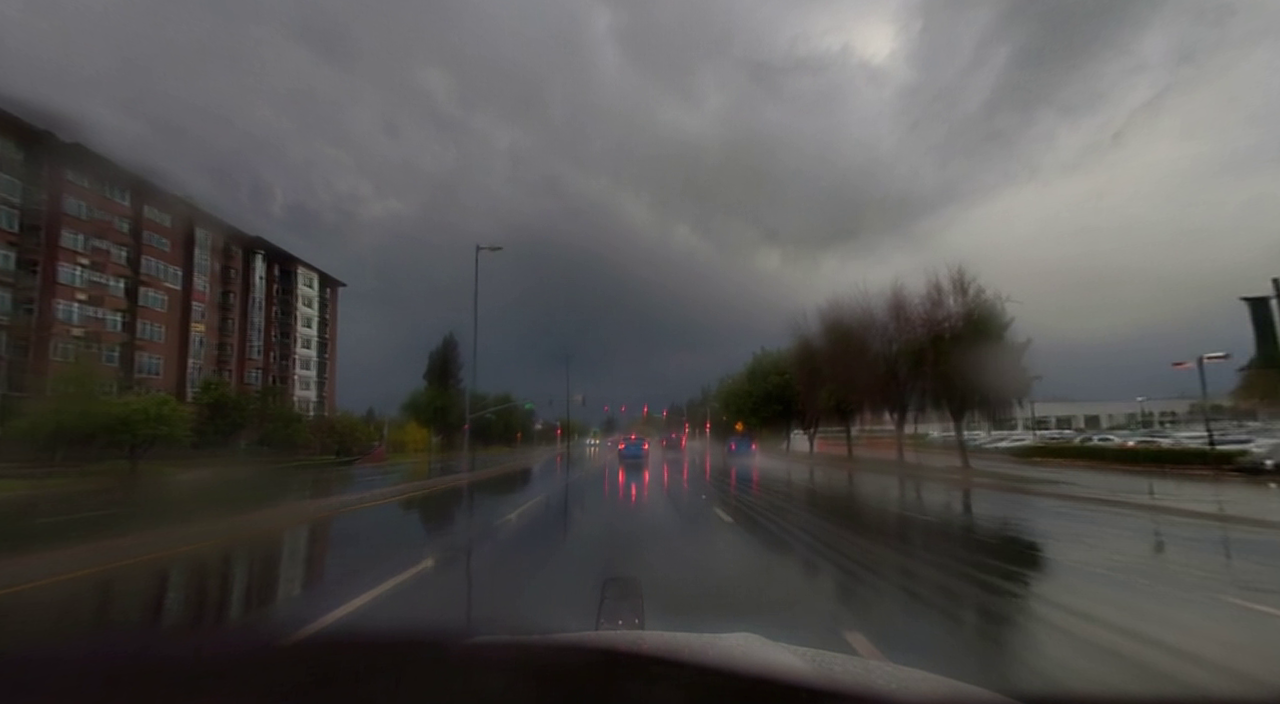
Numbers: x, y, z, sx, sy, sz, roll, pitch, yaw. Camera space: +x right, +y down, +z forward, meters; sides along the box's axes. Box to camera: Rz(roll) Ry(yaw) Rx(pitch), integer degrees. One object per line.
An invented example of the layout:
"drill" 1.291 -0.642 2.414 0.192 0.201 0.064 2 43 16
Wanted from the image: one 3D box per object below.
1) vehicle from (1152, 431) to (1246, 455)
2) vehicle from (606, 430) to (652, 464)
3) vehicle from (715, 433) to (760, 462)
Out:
"vehicle" 43.740 7.155 49.377 1.967 1.788 5.041 5 -10 -30
"vehicle" -0.653 5.925 39.232 2.682 1.908 5.706 0 -9 0
"vehicle" 6.541 6.490 42.811 2.136 1.799 4.796 1 -9 -2
